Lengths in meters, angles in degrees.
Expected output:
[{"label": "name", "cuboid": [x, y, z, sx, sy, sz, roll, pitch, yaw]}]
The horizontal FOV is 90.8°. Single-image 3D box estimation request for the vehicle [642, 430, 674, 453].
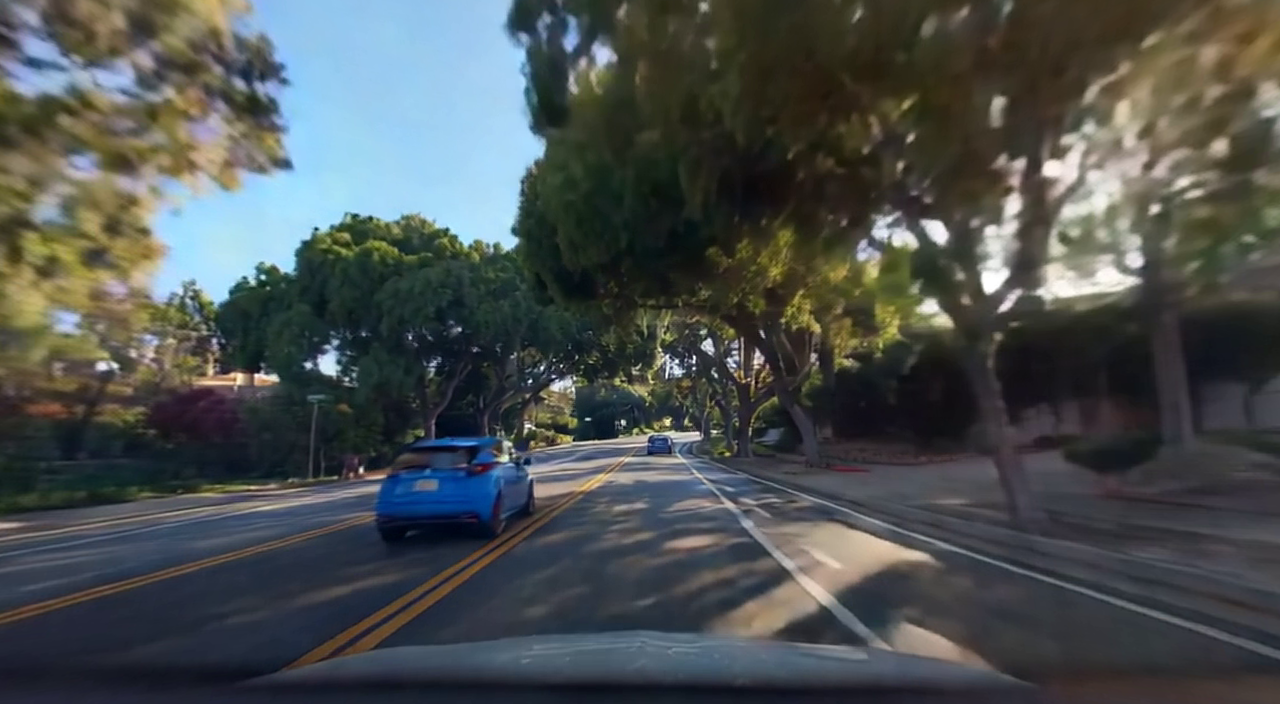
[{"label": "vehicle", "cuboid": [1.215, 6.138, 43.023, 2.067, 1.486, 3.861, -1, -9, 2]}]
